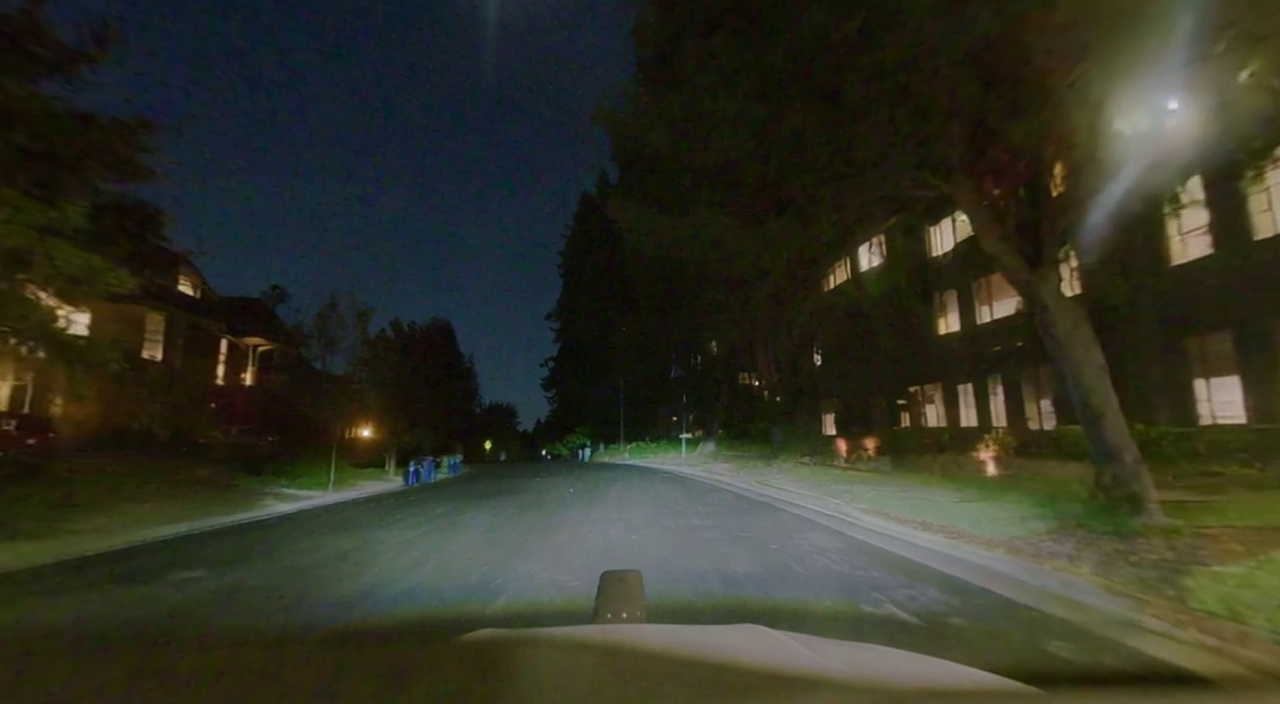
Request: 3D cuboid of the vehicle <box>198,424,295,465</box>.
[{"bbox_3d":[-20.077,4.756,32.500,2.407,1.912,5.091,1,-9,-10],"label":"vehicle"}]
